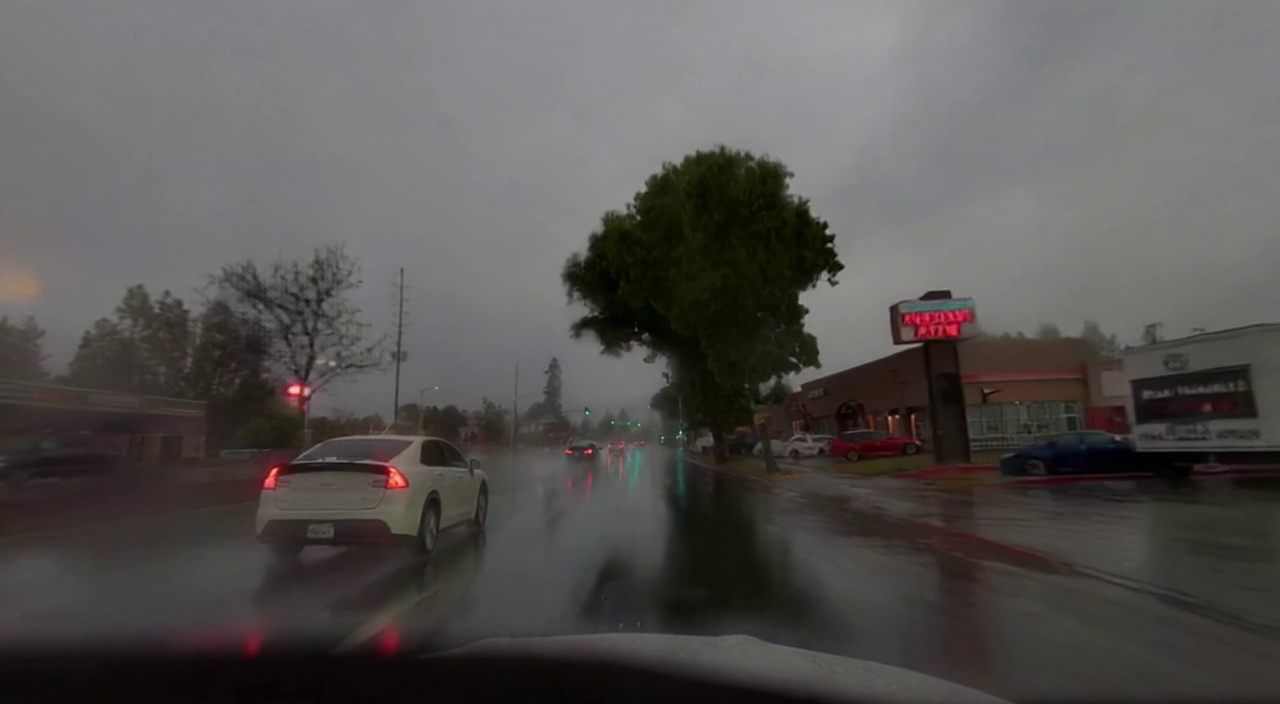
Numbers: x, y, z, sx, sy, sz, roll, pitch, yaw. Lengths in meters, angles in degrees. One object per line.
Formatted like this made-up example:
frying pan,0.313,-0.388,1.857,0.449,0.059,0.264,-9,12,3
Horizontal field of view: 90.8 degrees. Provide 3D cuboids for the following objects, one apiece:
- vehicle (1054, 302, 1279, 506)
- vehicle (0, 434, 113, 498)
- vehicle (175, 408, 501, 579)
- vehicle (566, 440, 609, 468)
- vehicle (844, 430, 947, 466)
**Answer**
vehicle,15.148,1.228,14.974,8.300,4.310,2.832,-1,-8,0
vehicle,-25.993,4.846,27.052,2.393,2.465,5.027,-1,-9,0
vehicle,-3.477,1.740,8.557,2.126,1.655,4.560,0,-9,0
vehicle,-2.961,5.867,36.491,1.955,1.461,4.396,0,-9,1
vehicle,14.019,5.268,34.842,4.697,1.518,1.990,-4,-7,-3
